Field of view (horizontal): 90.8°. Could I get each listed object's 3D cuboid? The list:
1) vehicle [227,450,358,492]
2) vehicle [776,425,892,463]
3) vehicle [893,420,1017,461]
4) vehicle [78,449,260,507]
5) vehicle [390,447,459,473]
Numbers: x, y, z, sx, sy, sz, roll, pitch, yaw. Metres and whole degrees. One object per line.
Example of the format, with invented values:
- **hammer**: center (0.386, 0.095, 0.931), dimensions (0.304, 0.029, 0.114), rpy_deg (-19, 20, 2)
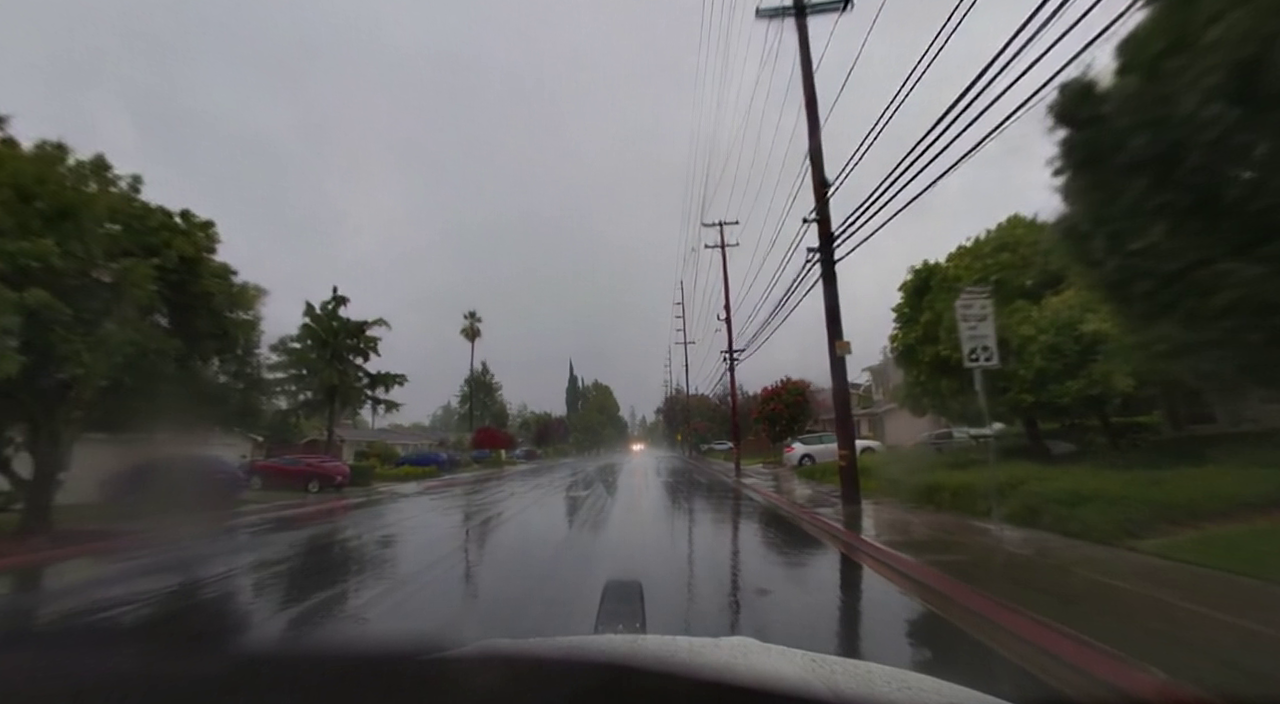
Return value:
- **vehicle**: center (-14.224, 4.875, 26.004), dimensions (4.260, 1.588, 1.927), rpy_deg (-1, -8, 5)
- **vehicle**: center (9.343, 4.476, 30.784), dimensions (4.952, 1.775, 2.089), rpy_deg (0, -8, 0)
- **vehicle**: center (13.018, 3.709, 26.326), dimensions (4.122, 1.610, 1.888), rpy_deg (-1, -8, 2)
- **vehicle**: center (-15.090, 4.011, 20.376), dimensions (4.500, 1.714, 1.924), rpy_deg (-1, -8, 7)
- **vehicle**: center (-15.291, 7.689, 44.898), dimensions (4.265, 1.583, 1.913), rpy_deg (-5, -9, 13)
